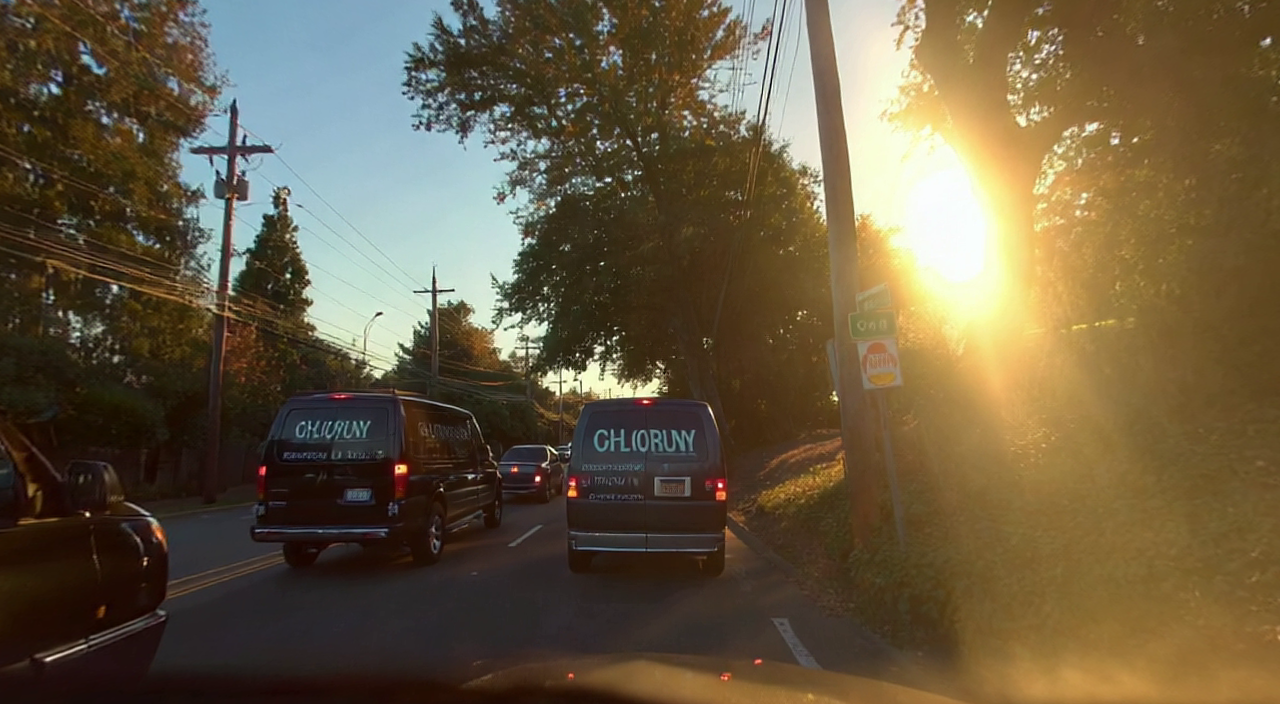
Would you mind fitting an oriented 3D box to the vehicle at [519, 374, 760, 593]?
[{"bbox_3d":[0.103,1.461,7.690,2.117,1.911,4.095,-1,-8,3],"label":"vehicle"}]

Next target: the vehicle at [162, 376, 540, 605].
[{"bbox_3d":[-2.761,1.481,7.609,2.109,1.851,4.749,-1,-8,3],"label":"vehicle"}]

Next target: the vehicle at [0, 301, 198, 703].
[{"bbox_3d":[-3.113,0.500,0.244,2.160,1.796,4.997,0,-8,1],"label":"vehicle"}]
